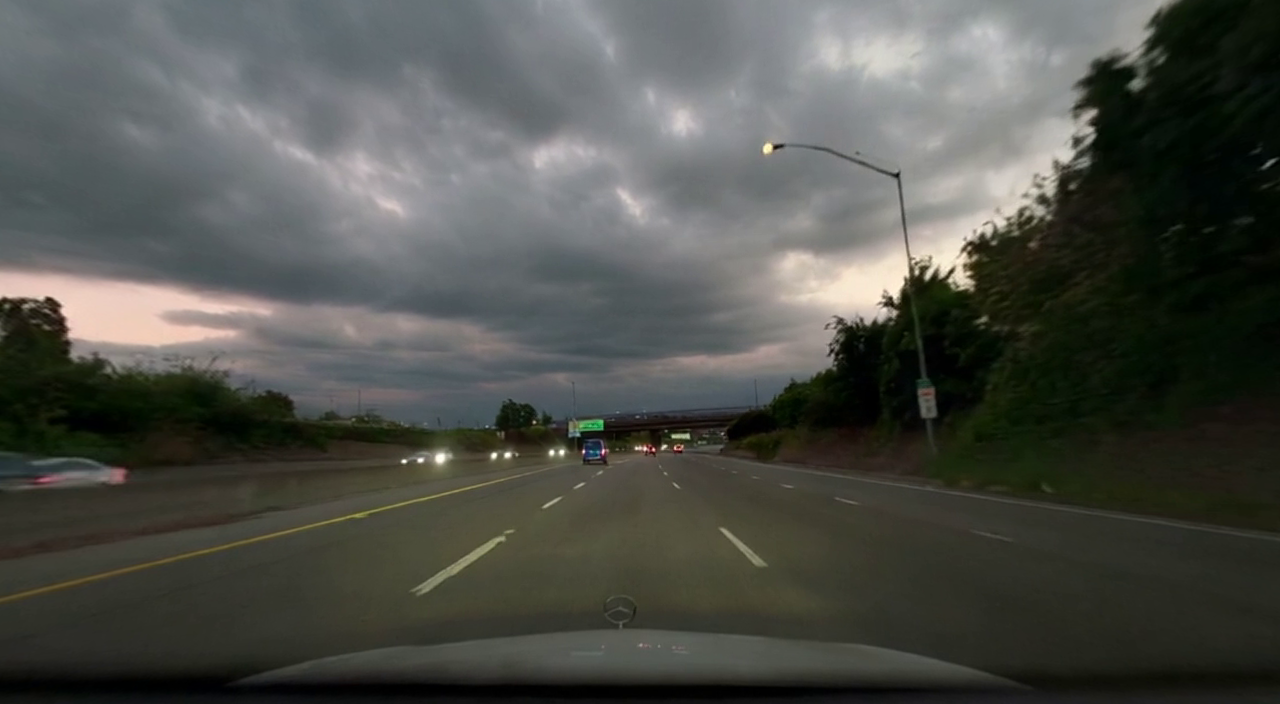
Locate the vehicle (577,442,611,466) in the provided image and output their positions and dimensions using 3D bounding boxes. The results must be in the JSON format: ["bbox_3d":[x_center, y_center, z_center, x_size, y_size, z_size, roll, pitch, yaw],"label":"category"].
[{"bbox_3d":[-3.435,7.652,47.651,2.031,1.704,4.435,0,-9,2],"label":"vehicle"}]
